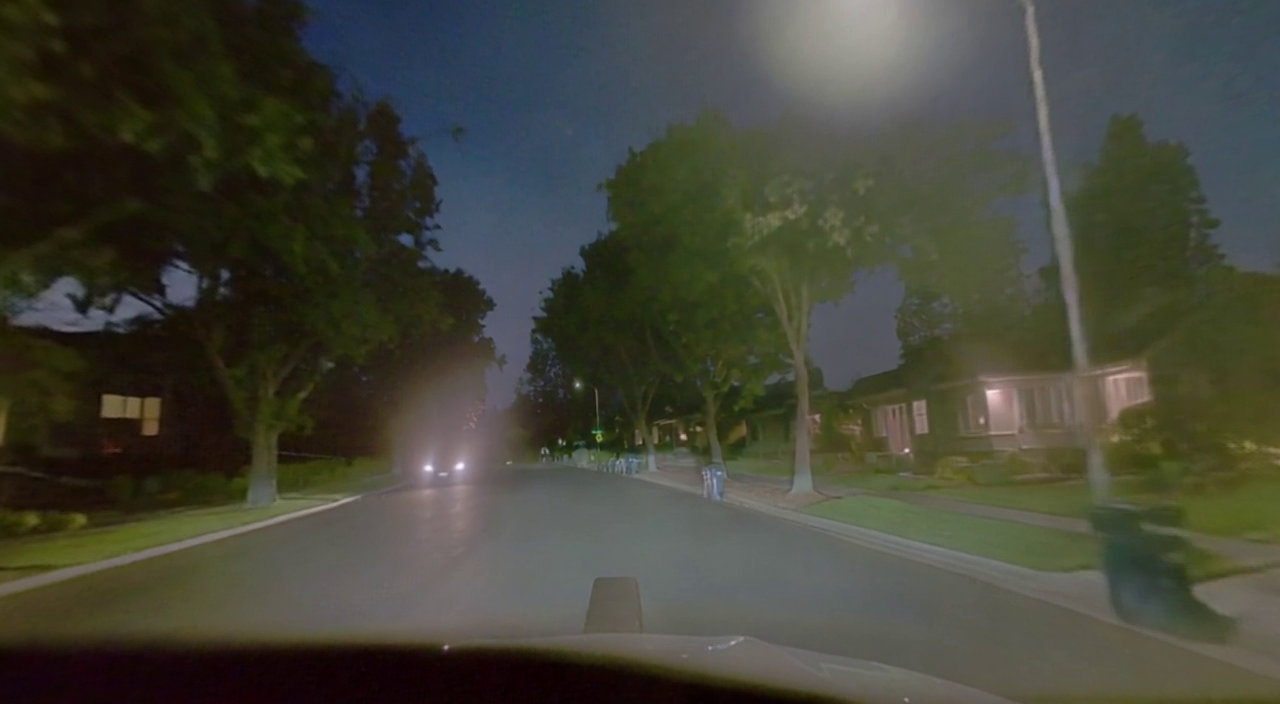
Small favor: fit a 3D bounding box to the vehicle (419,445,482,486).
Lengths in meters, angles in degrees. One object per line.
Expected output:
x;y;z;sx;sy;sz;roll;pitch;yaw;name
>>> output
-8.939;5.354;30.169;2.217;1.751;4.763;1;-9;-9;vehicle
